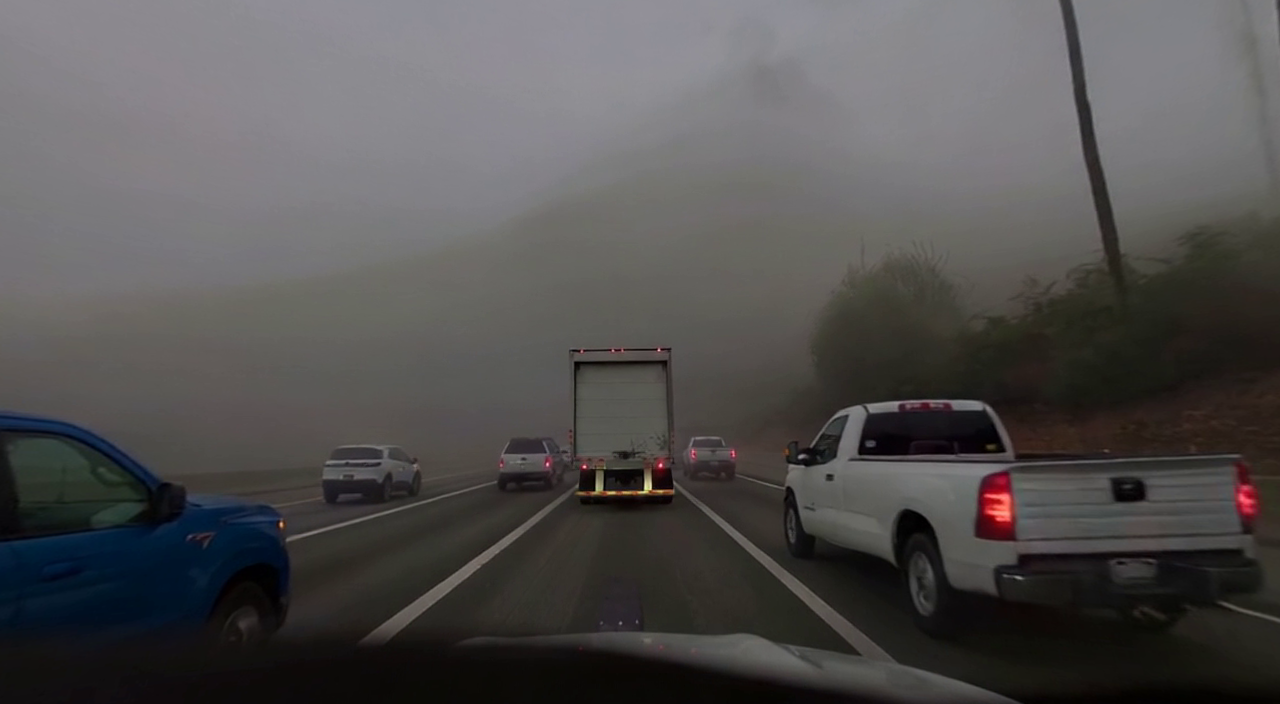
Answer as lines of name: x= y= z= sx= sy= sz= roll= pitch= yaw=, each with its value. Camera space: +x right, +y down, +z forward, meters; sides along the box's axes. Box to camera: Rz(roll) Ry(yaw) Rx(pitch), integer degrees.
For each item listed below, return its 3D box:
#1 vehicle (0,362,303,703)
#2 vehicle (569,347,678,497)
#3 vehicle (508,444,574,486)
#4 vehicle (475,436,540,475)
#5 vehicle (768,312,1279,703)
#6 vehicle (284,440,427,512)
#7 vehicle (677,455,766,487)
vehicle: x=-3.316 y=0.884 z=2.363 sx=1.885 sy=1.654 sz=4.103 roll=0 pitch=-9 yaw=-1
vehicle: x=-0.391 y=2.676 z=22.428 sx=2.906 sy=4.040 sz=10.743 roll=0 pitch=-9 yaw=1
vehicle: x=-3.761 y=4.369 z=24.815 sx=1.874 sy=1.475 sz=4.328 roll=0 pitch=-9 yaw=0
vehicle: x=-7.305 y=5.771 z=35.448 sx=2.344 sy=1.954 sz=5.579 roll=0 pitch=-9 yaw=1
vehicle: x=2.630 y=1.184 z=4.801 sx=2.098 sy=1.827 sz=5.538 roll=0 pitch=-9 yaw=-1
vehicle: x=-7.069 y=3.104 z=16.235 sx=1.766 sy=1.585 sz=4.094 roll=0 pitch=-9 yaw=-1
vehicle: x=2.977 y=4.568 z=24.665 sx=2.635 sy=1.036 sz=5.568 roll=0 pitch=-9 yaw=-1
